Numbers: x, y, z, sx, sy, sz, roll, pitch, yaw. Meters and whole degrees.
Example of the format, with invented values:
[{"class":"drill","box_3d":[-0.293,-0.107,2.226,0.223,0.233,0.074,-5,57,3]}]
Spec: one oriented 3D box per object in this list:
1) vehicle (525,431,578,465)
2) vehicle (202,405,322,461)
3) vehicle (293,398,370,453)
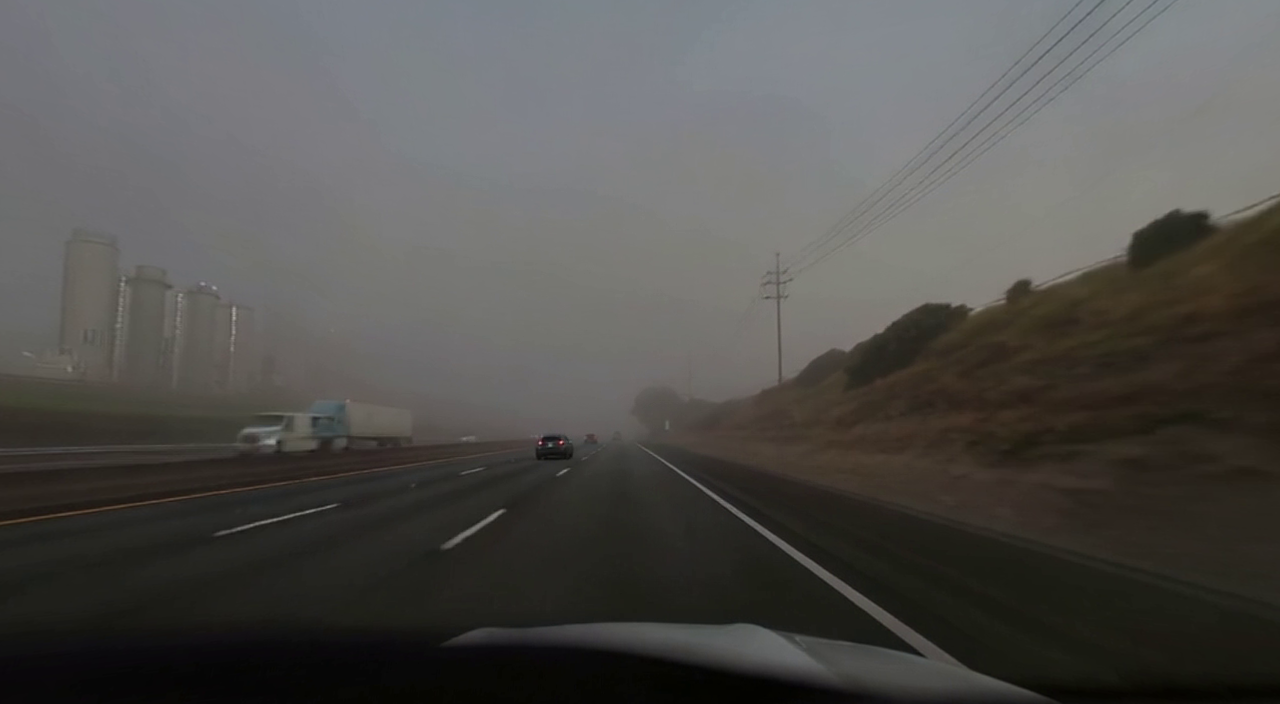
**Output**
[{"class":"vehicle","box_3d":[-4.048,4.418,29.312,1.952,1.462,3.969,0,-8,-1]},{"class":"vehicle","box_3d":[-20.055,4.386,33.978,2.315,2.691,6.787,0,-8,-1]},{"class":"vehicle","box_3d":[-23.925,5.765,49.259,2.974,4.004,5.936,0,-8,-1]}]
